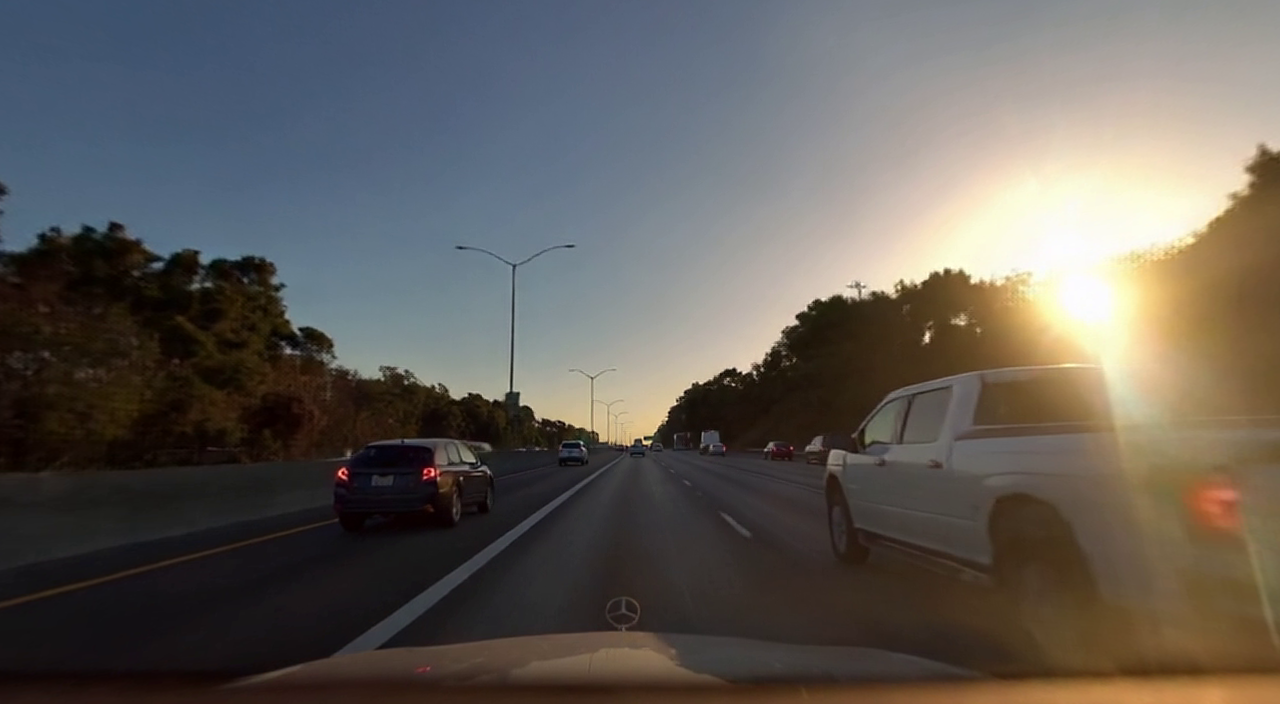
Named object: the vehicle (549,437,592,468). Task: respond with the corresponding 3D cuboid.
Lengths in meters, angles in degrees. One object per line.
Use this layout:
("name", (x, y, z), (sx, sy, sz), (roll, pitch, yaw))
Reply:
("vehicle", (-3.954, 5.796, 36.540), (1.992, 1.651, 4.185), (0, -8, 0))

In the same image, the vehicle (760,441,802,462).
("vehicle", (9.784, 6.935, 44.087), (1.910, 1.384, 3.867), (0, -8, -1))

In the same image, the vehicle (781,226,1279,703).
("vehicle", (2.778, 0.966, 4.486), (2.200, 1.870, 5.649), (0, -8, 0))

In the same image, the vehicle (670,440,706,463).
("vehicle", (3.256, 6.848, 43.648), (2.007, 1.469, 4.337), (0, -8, -2))

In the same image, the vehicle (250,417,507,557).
("vehicle", (-3.581, 1.928, 9.766), (2.119, 1.654, 4.353), (0, -8, 0))
